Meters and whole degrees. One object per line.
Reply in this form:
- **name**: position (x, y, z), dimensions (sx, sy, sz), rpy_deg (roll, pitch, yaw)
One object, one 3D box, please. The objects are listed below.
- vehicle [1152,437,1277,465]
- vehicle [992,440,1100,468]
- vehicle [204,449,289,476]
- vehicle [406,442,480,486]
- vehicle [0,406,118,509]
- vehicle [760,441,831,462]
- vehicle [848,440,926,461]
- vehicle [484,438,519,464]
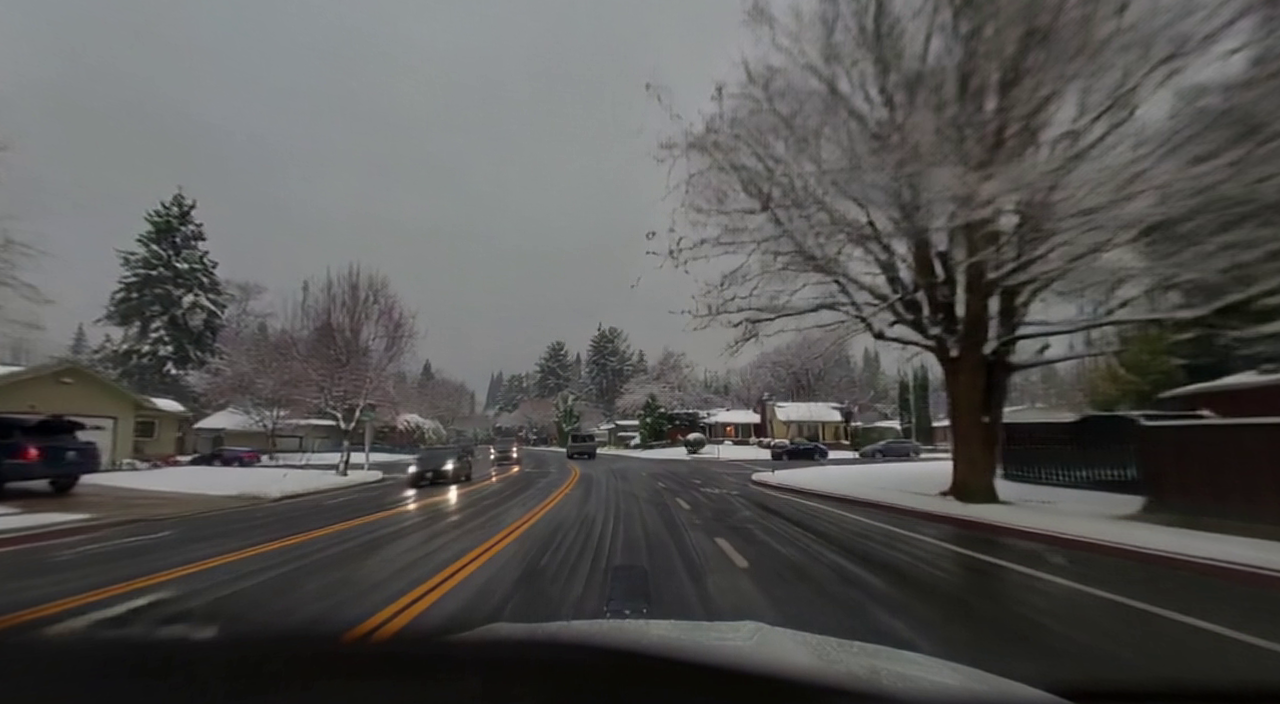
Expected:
- **vehicle**: position (31.066, 5.366, 34.200), dimensions (4.587, 1.460, 1.895), rpy_deg (-1, -9, 9)
- **vehicle**: position (22.599, 5.695, 35.279), dimensions (4.607, 1.481, 1.884), rpy_deg (-2, -9, 11)
- **vehicle**: position (-26.315, 7.361, 42.232), dimensions (4.378, 1.714, 1.977), rpy_deg (0, -8, 2)
- **vehicle**: position (-7.853, 4.471, 25.551), dimensions (1.910, 1.538, 4.478), rpy_deg (-2, -8, -4)
- **vehicle**: position (-19.846, 3.160, 19.162), dimensions (6.474, 2.781, 2.364), rpy_deg (-2, -9, 12)
- **vehicle**: position (11.210, 7.221, 45.734), dimensions (4.737, 1.447, 1.766), rpy_deg (-1, -9, 6)
- **vehicle**: position (17.447, 6.993, 44.776), dimensions (4.795, 1.468, 1.945), rpy_deg (-1, -9, 9)
- **vehicle**: position (-9.683, 6.947, 44.336), dimensions (2.069, 1.740, 4.446), rpy_deg (1, -9, -9)
